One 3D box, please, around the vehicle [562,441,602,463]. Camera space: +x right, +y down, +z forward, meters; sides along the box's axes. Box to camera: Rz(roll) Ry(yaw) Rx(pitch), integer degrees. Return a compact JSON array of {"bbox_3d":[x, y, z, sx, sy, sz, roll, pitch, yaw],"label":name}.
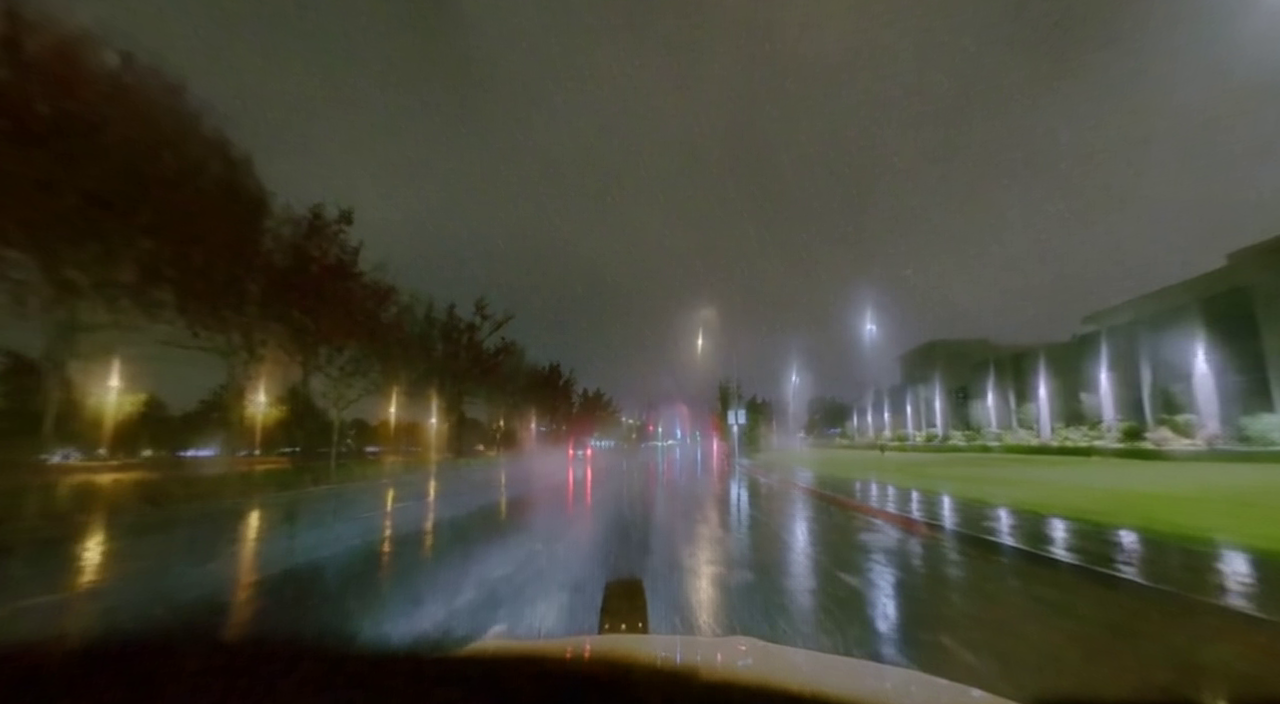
[{"bbox_3d":[-4.027,7.022,44.364,1.945,1.461,4.605,-1,-8,5],"label":"vehicle"}]
